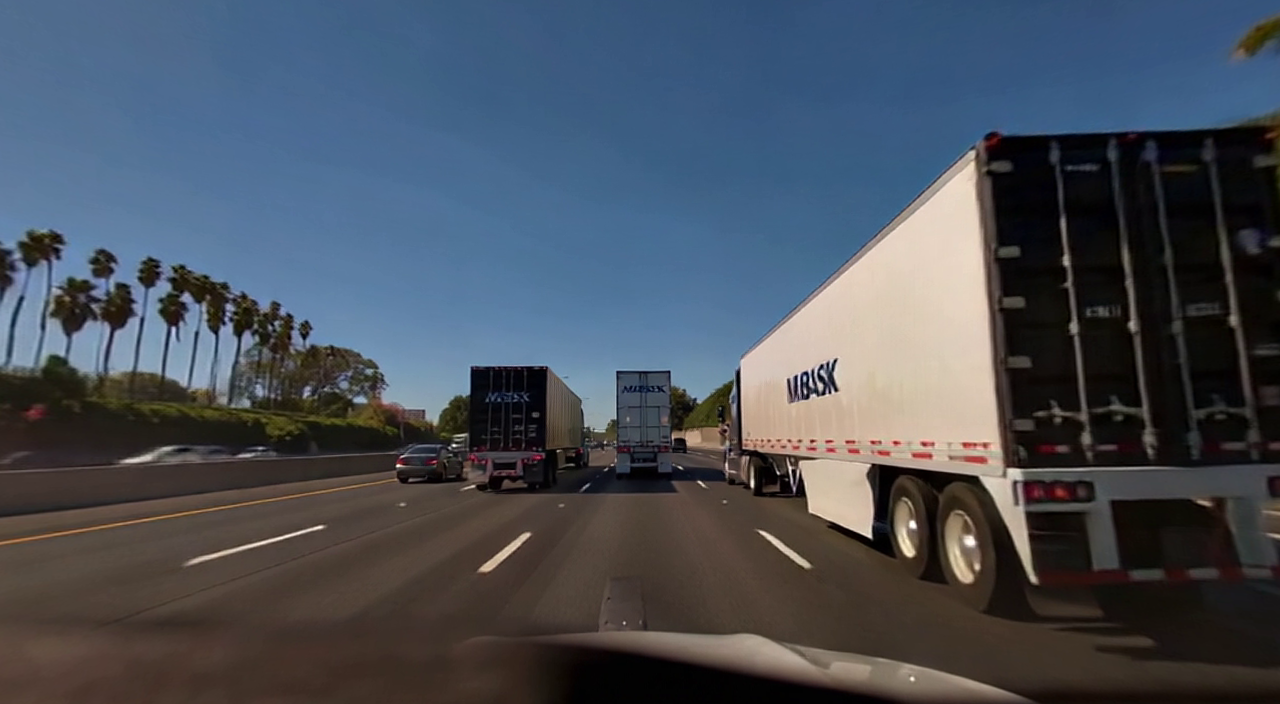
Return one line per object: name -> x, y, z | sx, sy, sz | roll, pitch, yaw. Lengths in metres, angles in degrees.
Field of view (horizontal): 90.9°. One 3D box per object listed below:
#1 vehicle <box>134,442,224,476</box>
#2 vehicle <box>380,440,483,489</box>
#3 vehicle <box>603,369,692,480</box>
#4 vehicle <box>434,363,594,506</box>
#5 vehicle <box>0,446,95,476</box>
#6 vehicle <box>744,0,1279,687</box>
vehicle -> -20.443, 4.726, 28.127 | 1.442, 1.379, 3.278 | 0, -8, 1
vehicle -> -6.816, 3.706, 21.202 | 1.916, 1.465, 4.451 | 0, -8, 0
vehicle -> 0.326, 3.871, 31.066 | 3.097, 3.856, 18.209 | 0, -9, 0
vehicle -> -3.270, 2.653, 19.939 | 2.786, 3.228, 11.082 | 0, -8, 0
vehicle -> -41.625, 7.450, 43.450 | 2.377, 1.809, 6.207 | -1, -8, 3
vehicle -> 4.414, 0.793, 10.926 | 2.887, 4.178, 14.553 | 0, -8, 1
